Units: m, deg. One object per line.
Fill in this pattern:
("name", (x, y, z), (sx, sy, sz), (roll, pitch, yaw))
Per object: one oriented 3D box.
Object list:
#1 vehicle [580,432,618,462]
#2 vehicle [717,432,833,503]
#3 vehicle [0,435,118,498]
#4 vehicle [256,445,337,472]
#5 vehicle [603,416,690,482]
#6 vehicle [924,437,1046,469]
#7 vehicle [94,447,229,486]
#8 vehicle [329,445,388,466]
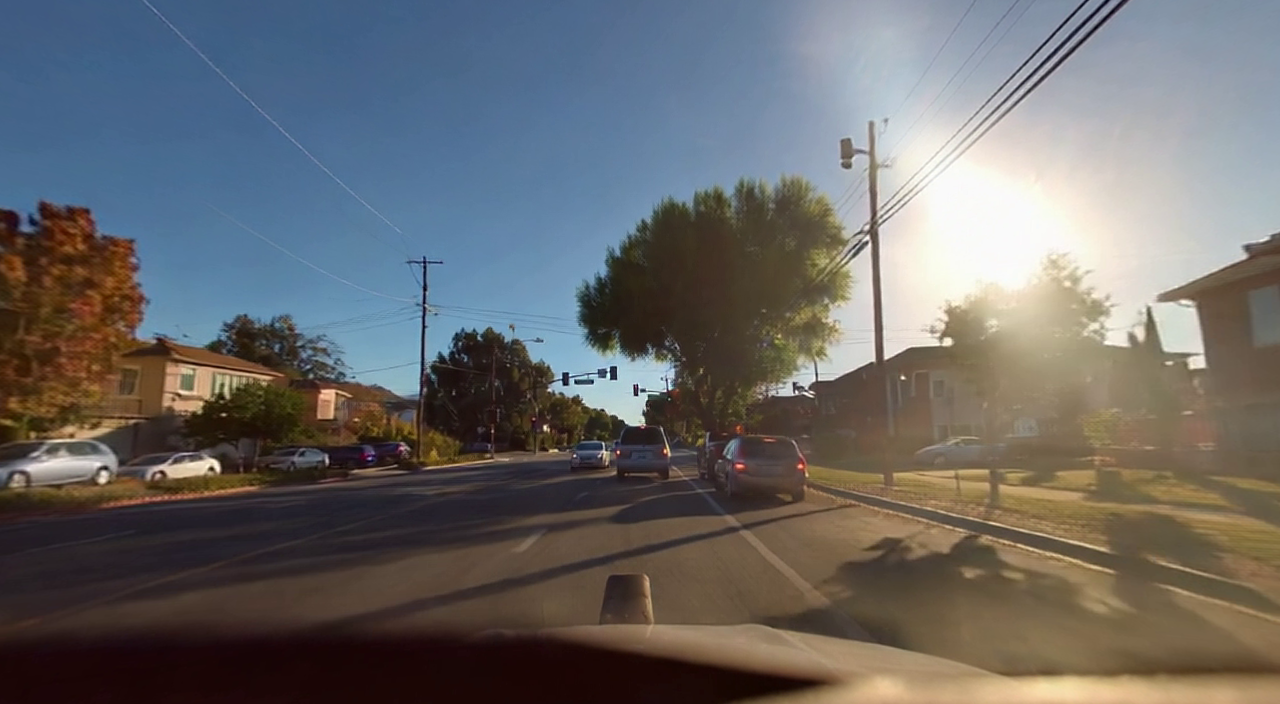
("vehicle", (-2.635, 6.216, 41.204), (1.999, 1.864, 4.279), (0, -9, 3))
("vehicle", (3.149, 2.790, 15.586), (2.002, 1.511, 4.124), (0, -9, 1))
("vehicle", (-20.124, 3.708, 20.672), (2.046, 1.874, 4.448), (0, -9, 2))
("vehicle", (-19.751, 6.143, 36.524), (1.891, 1.460, 4.681), (0, -9, 2))
("vehicle", (0.212, 3.483, 22.760), (2.769, 2.087, 5.130), (0, -9, 0))
("vehicle", (16.547, 4.863, 30.420), (4.671, 1.495, 1.900), (-1, -9, 4))
("vehicle", (-19.838, 4.725, 26.464), (1.866, 1.471, 4.770), (0, -9, 1))
("vehicle", (-19.703, 7.253, 44.320), (1.830, 1.436, 4.771), (0, -9, 2))
